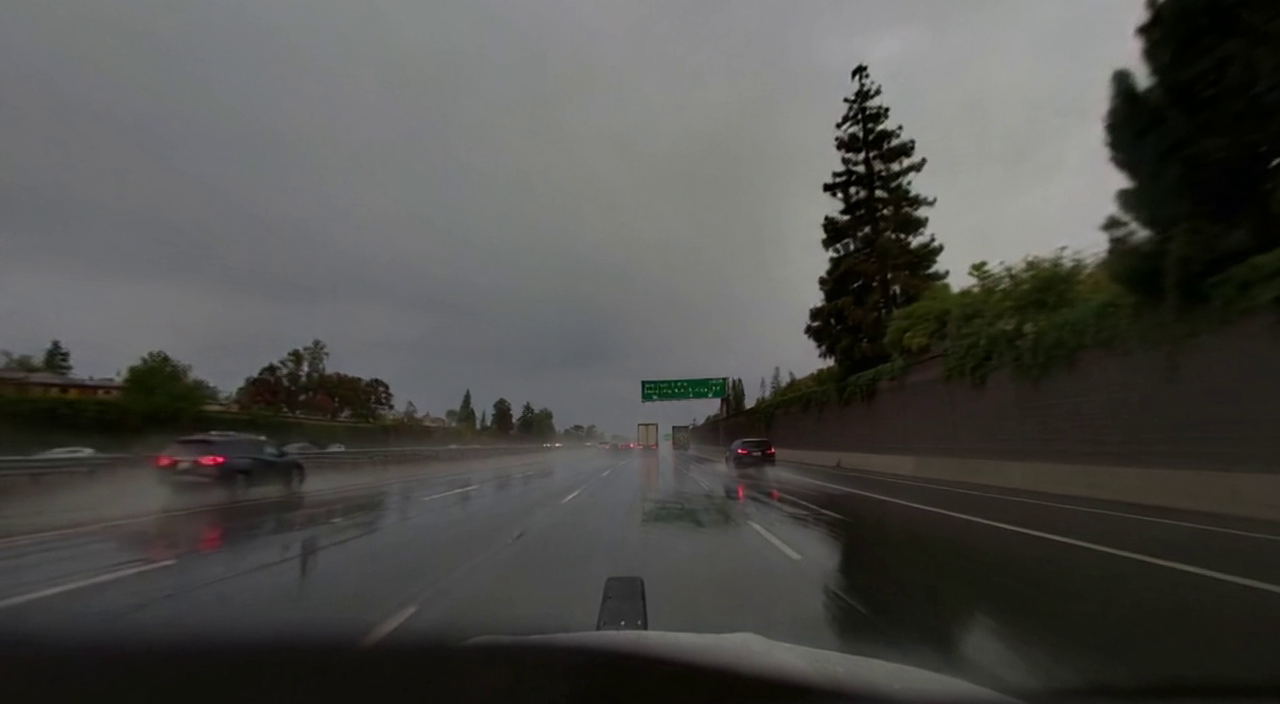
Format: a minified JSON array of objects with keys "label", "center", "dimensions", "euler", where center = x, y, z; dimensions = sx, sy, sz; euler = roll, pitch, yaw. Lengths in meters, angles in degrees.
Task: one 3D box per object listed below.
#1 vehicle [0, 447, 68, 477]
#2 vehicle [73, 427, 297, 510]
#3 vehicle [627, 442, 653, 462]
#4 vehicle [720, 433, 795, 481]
[{"label":"vehicle","center":[-32.152,5.675,32.551],"dimensions":[1.632,1.409,3.426],"euler":[-1,-8,2]},{"label":"vehicle","center":[-10.896,2.805,15.628],"dimensions":[1.998,1.712,4.671],"euler":[0,-8,1]},{"label":"vehicle","center":[-0.032,7.772,49.003],"dimensions":[1.946,1.493,4.083],"euler":[0,-8,-1]},{"label":"vehicle","center":[4.354,3.962,24.017],"dimensions":[2.046,1.655,4.143],"euler":[0,-8,0]}]
